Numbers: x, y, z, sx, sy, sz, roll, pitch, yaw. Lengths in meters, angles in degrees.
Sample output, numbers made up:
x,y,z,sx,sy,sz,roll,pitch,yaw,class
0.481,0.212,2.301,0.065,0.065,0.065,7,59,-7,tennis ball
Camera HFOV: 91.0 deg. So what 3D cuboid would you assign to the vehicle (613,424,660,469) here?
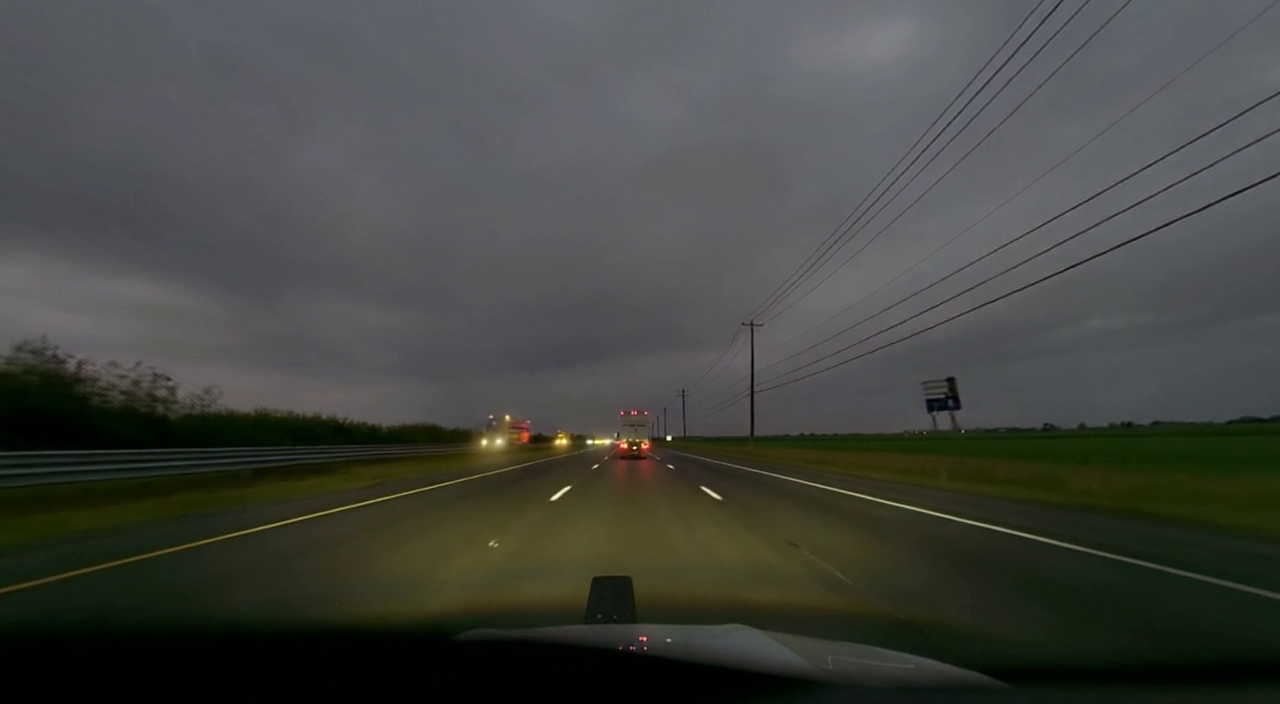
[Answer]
x,y,z,sx,sy,sz,roll,pitch,yaw,class
-0.263,4.885,32.753,2.240,2.129,4.480,0,-8,-2,vehicle
